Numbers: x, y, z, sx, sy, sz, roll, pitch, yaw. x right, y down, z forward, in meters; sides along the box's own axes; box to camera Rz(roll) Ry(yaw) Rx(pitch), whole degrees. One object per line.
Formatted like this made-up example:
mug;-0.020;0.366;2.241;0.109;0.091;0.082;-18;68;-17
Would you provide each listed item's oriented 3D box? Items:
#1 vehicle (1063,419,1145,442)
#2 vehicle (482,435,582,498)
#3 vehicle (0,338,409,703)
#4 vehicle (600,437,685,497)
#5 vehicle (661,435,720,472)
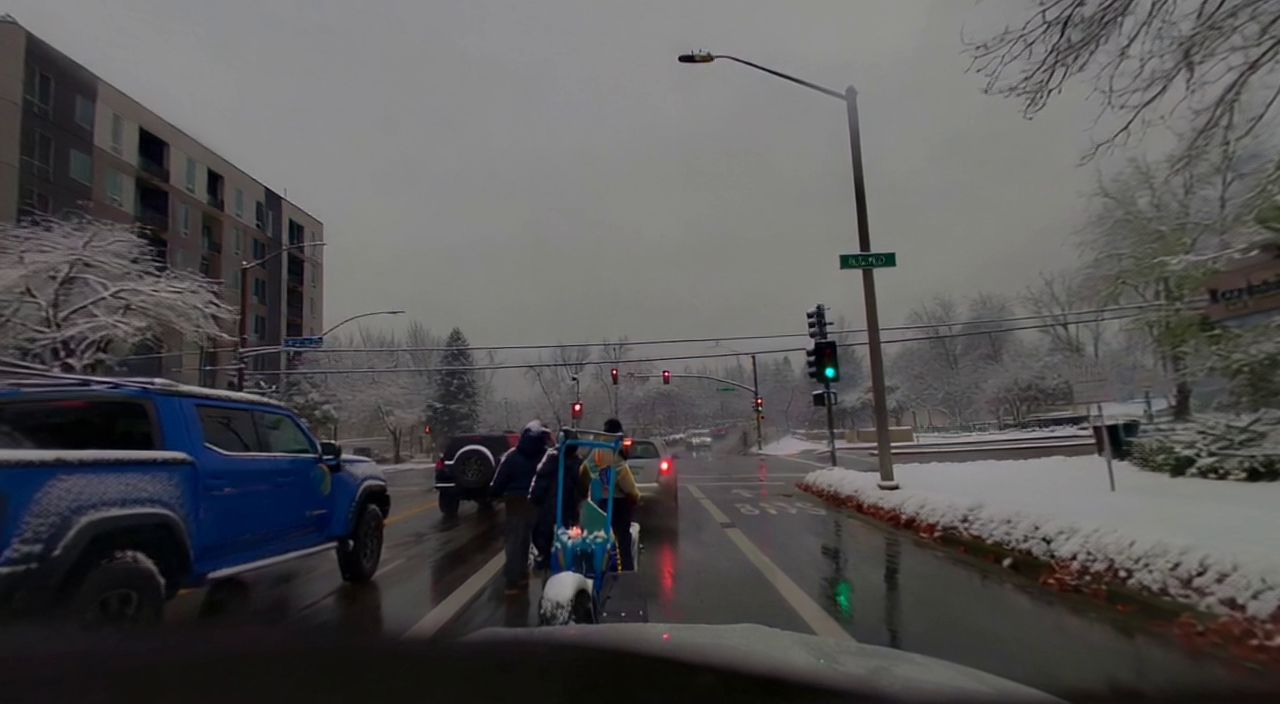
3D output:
vehicle;30.735;5.228;41.632;1.751;1.420;4.027;8;-11;-43
vehicle;-2.991;3.262;18.317;1.935;1.615;4.073;-1;-8;4
vehicle;-3.602;1.161;4.691;2.000;1.809;4.405;0;-8;1
vehicle;0.199;3.110;17.431;2.025;1.458;4.085;-1;-8;5
vehicle;2.533;4.894;30.547;2.082;1.671;3.992;-3;-9;16
